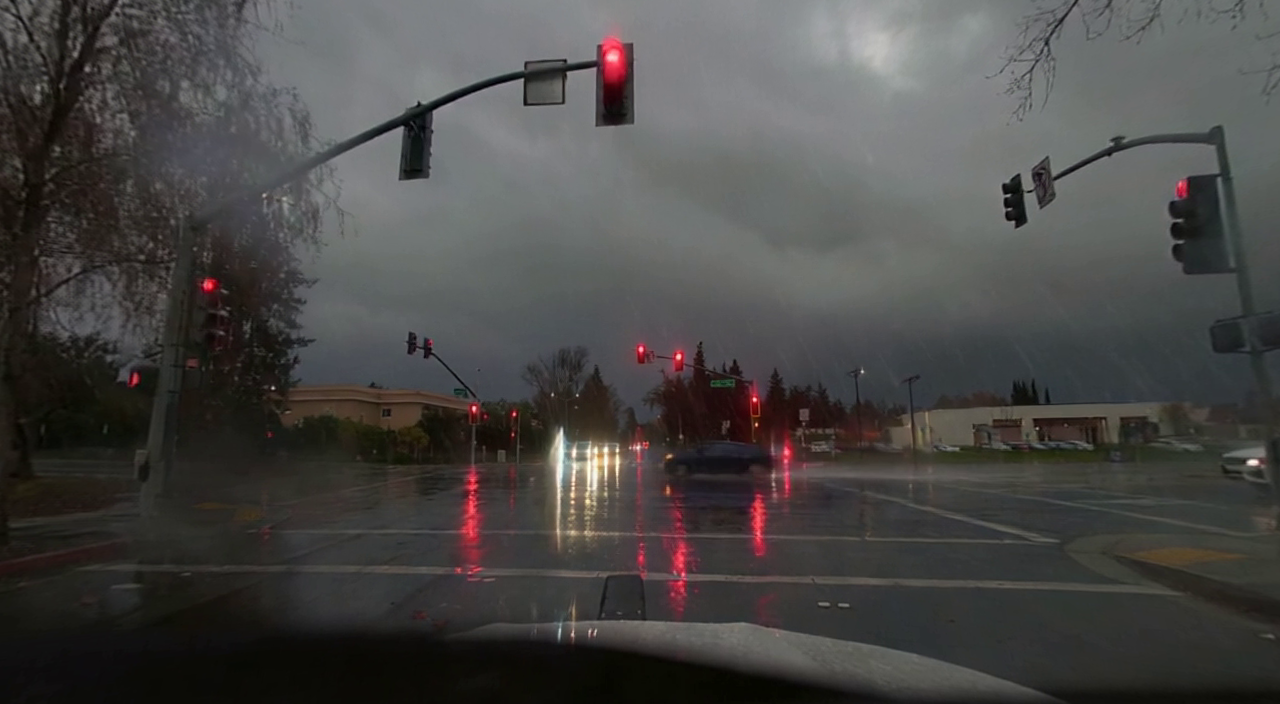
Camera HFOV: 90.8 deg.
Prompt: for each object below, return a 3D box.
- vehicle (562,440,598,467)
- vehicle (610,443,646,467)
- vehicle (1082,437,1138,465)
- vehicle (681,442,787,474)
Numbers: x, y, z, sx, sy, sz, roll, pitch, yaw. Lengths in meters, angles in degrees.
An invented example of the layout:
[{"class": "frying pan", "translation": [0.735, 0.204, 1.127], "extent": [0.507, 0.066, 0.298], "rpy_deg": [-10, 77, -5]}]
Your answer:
[{"class": "vehicle", "translation": [-4.131, 7.100, 44.295], "extent": [2.251, 1.756, 4.610], "rpy_deg": [0, -9, -2]}, {"class": "vehicle", "translation": [-0.873, 6.827, 41.994], "extent": [2.056, 1.492, 3.937], "rpy_deg": [1, -9, -6]}, {"class": "vehicle", "translation": [26.952, 5.659, 36.159], "extent": [2.092, 1.474, 4.046], "rpy_deg": [-8, -11, 40]}, {"class": "vehicle", "translation": [4.423, 4.939, 29.563], "extent": [4.628, 1.414, 1.897], "rpy_deg": [-3, -9, 17]}]
